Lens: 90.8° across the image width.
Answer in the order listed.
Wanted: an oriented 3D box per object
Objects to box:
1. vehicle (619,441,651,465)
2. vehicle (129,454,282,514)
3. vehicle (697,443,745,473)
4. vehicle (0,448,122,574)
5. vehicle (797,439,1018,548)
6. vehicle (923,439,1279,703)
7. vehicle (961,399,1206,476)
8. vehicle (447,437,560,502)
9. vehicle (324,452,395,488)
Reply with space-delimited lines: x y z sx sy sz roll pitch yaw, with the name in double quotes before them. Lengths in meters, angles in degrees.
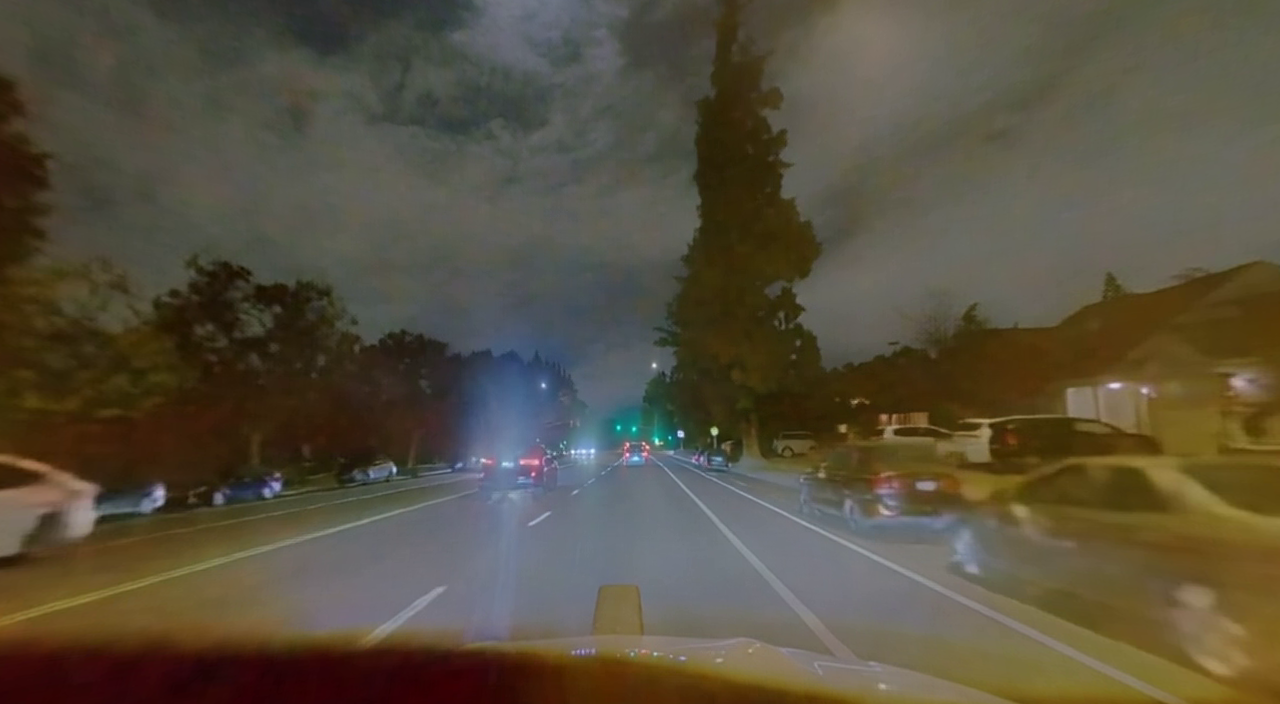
"vehicle" -0.332 6.895 43.317 2.088 1.495 4.048 0 -8 -1
"vehicle" -14.600 4.422 21.651 1.904 1.497 4.848 -5 -8 -1
"vehicle" 4.267 5.653 34.044 1.944 1.470 4.530 0 -8 -1
"vehicle" -8.784 1.799 6.813 2.075 1.487 4.792 -1 -8 5
"vehicle" 4.225 2.275 10.958 1.881 1.480 4.536 0 -8 0
"vehicle" 4.061 1.381 4.584 1.881 1.453 4.574 0 -8 0
"vehicle" 11.581 2.281 16.800 4.923 1.878 1.953 0 -8 2
"vehicle" -3.462 3.068 16.946 2.027 1.477 4.413 0 -8 0
"vehicle" -14.824 6.206 33.663 1.998 1.498 4.668 -5 -8 -5
